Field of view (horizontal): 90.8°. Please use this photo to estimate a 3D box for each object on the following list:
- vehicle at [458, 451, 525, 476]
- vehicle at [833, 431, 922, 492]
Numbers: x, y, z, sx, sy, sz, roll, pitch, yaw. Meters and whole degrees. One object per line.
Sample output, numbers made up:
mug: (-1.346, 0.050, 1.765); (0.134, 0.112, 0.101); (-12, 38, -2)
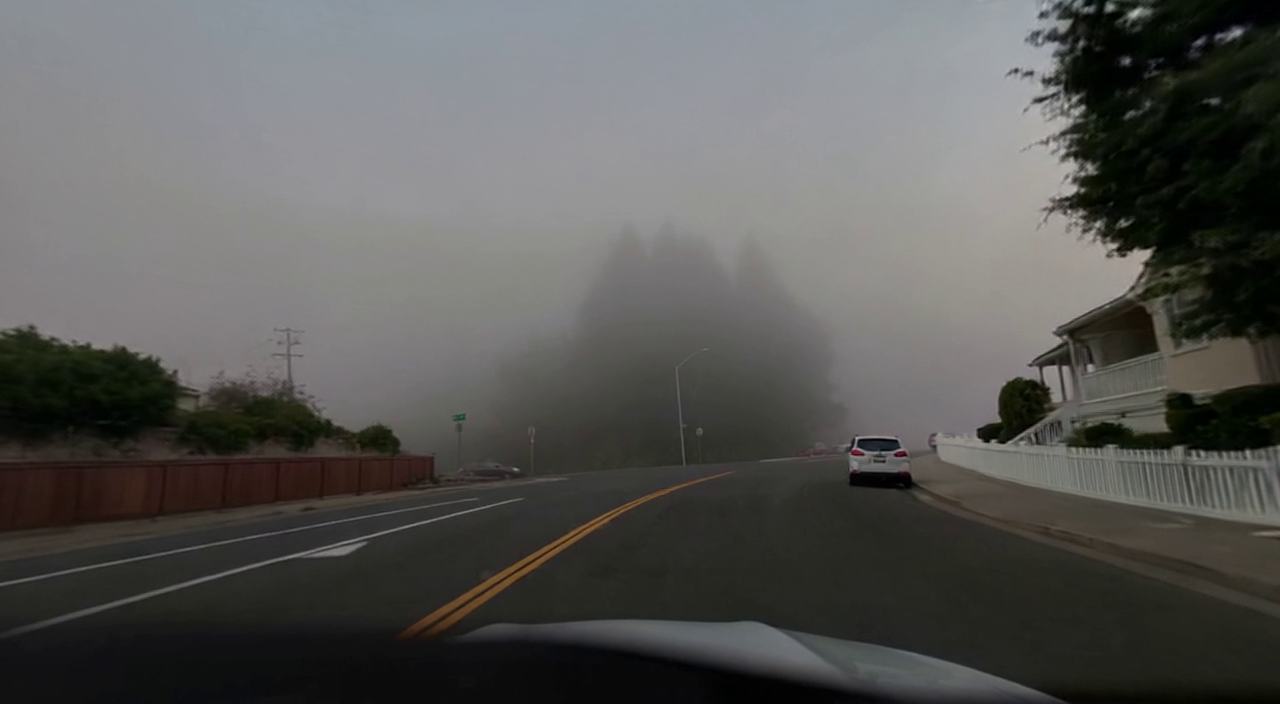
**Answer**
vehicle: (-10.726, 8.048, 45.644); (4.270, 1.683, 1.984); (-3, -10, 22)
vehicle: (7.457, 3.454, 20.273); (2.105, 1.705, 4.392); (-2, -9, 14)
